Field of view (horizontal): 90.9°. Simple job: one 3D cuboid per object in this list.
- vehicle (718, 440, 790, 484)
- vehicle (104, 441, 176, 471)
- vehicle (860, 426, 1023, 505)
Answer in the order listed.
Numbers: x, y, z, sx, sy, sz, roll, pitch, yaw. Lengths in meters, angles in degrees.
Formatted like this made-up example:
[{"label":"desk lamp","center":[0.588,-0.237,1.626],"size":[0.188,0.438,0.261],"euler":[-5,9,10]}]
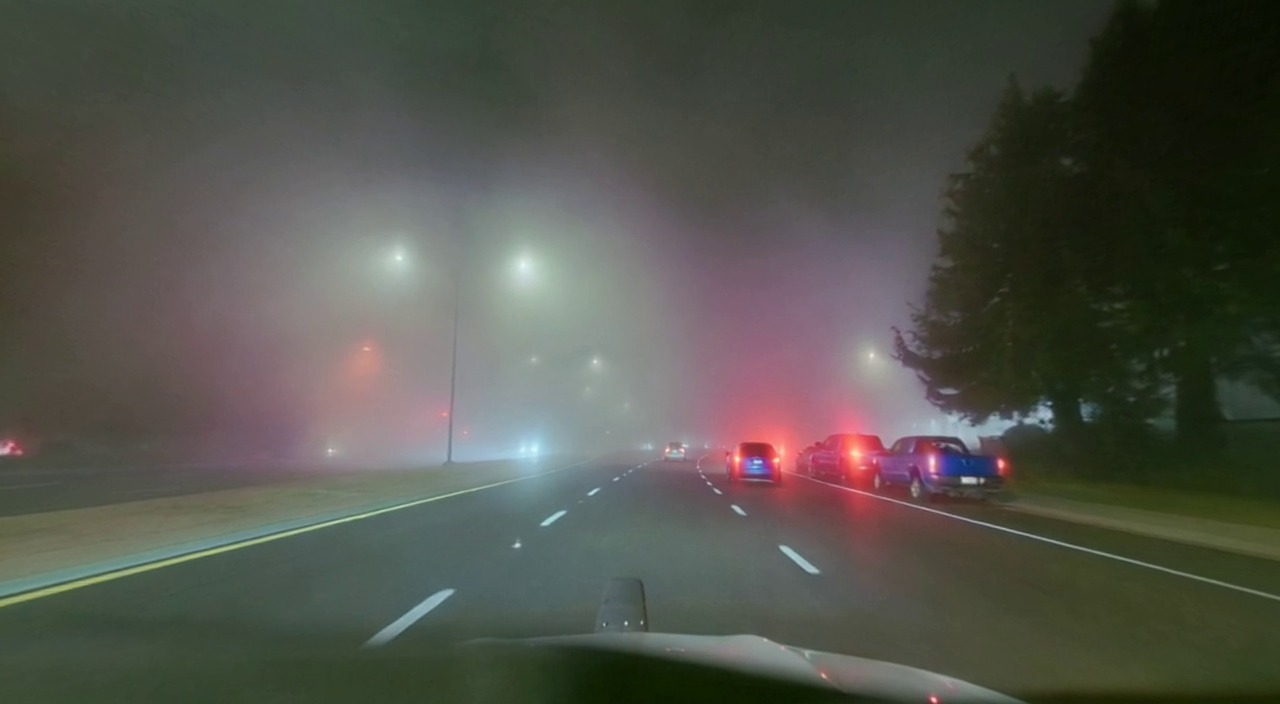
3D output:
[{"label":"vehicle","center":[4.223,4.144,24.110],"size":[1.981,1.499,4.536],"euler":[0,-8,1]},{"label":"vehicle","center":[-27.723,5.733,34.917],"size":[4.266,1.583,2.078],"euler":[-7,-11,38]},{"label":"vehicle","center":[7.838,2.987,17.037],"size":[2.104,1.801,4.628],"euler":[0,-8,1]}]
